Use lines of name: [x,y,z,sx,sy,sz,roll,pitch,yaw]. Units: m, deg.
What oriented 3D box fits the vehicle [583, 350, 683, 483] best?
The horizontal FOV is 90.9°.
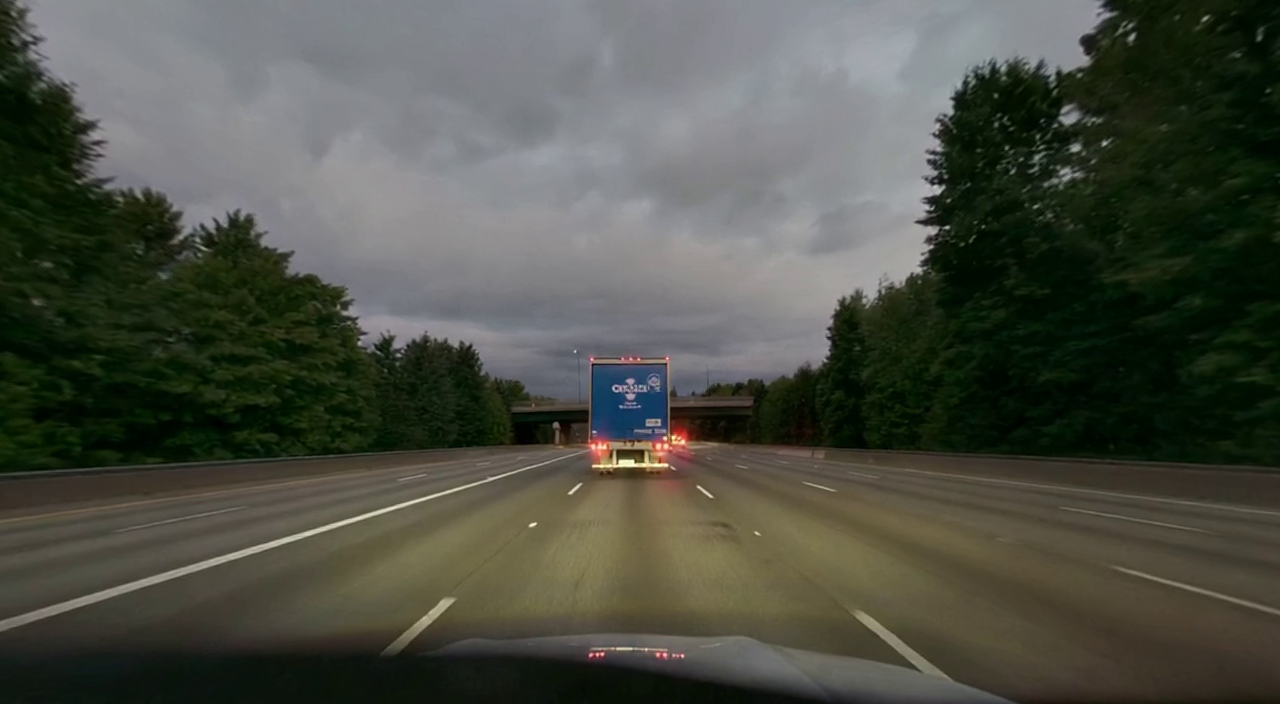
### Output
vehicle: [-0.429,2.529,23.536,2.895,3.861,10.213,0,-8,-2]
